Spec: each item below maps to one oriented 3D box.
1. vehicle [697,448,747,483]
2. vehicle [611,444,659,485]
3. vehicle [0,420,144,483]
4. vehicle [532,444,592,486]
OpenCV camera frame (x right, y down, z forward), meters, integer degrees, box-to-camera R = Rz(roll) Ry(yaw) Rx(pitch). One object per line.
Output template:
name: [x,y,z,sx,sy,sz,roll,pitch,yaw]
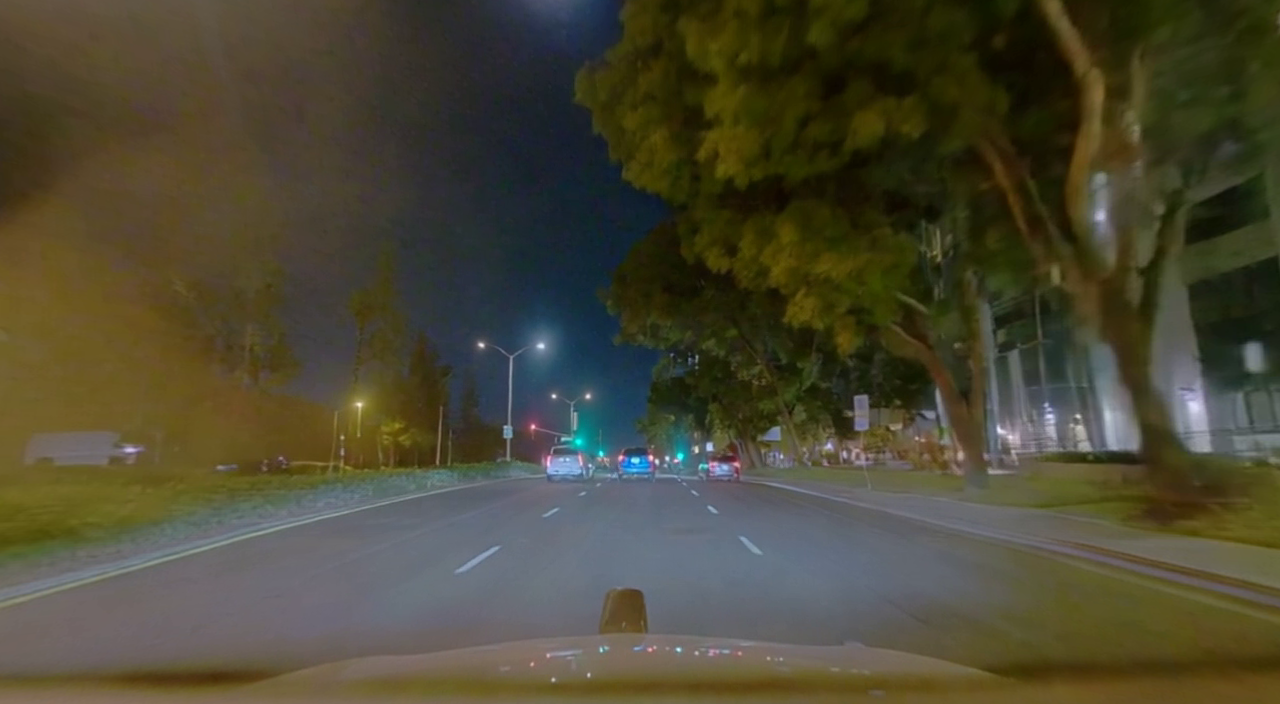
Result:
vehicle: [3.903,5.468,30.618,1.847,1.554,4.052,0,-8,-1]
vehicle: [-0.163,5.001,28.337,2.022,1.700,4.084,0,-8,1]
vehicle: [-32.120,5.359,33.881,2.768,3.022,9.215,-1,-10,5]
vehicle: [-3.410,5.023,28.446,2.047,1.710,4.314,0,-8,2]
